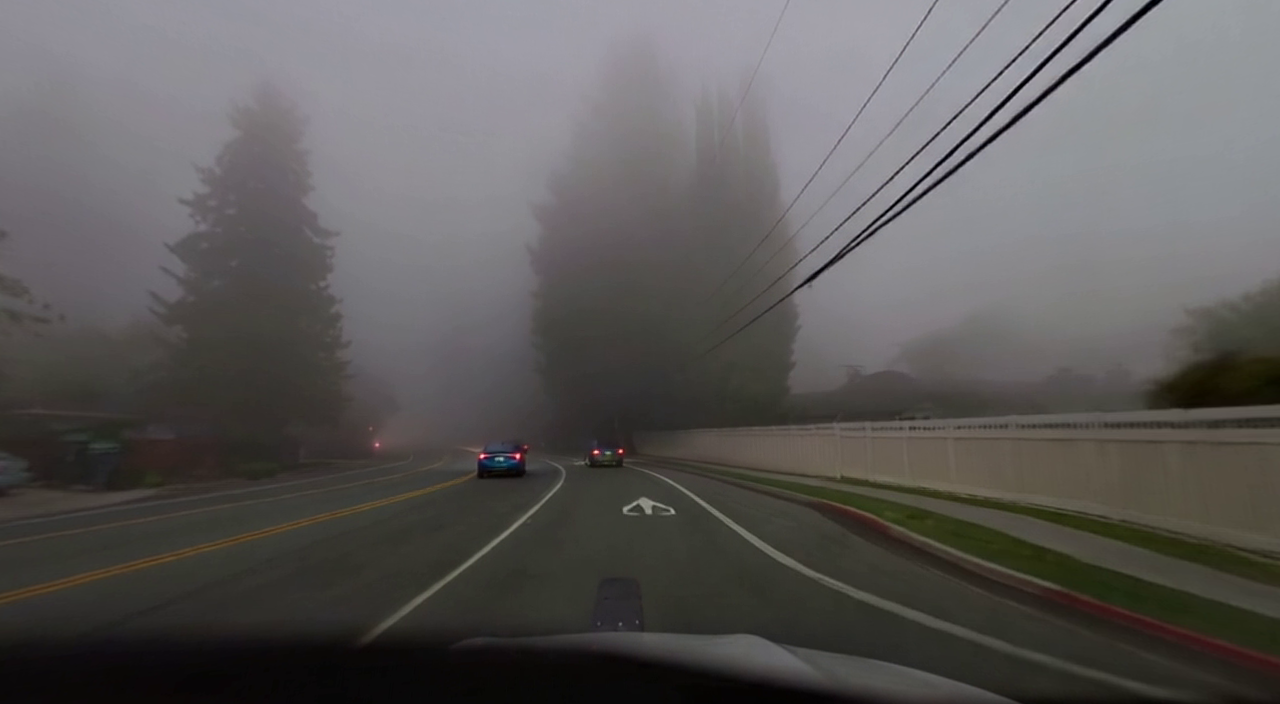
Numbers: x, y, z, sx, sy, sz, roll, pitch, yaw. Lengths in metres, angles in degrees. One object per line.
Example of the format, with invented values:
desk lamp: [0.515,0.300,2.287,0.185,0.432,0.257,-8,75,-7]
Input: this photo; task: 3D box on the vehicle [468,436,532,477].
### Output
vehicle: [-5.259,3.980,24.260,1.913,1.425,4.235,1,-9,-6]

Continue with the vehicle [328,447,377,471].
vehicle: [-18.587,6.905,41.061,1.944,1.458,4.549,2,-9,-12]

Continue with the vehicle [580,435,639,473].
vehicle: [-1.429,4.461,27.753,2.168,1.504,4.284,1,-9,-8]
